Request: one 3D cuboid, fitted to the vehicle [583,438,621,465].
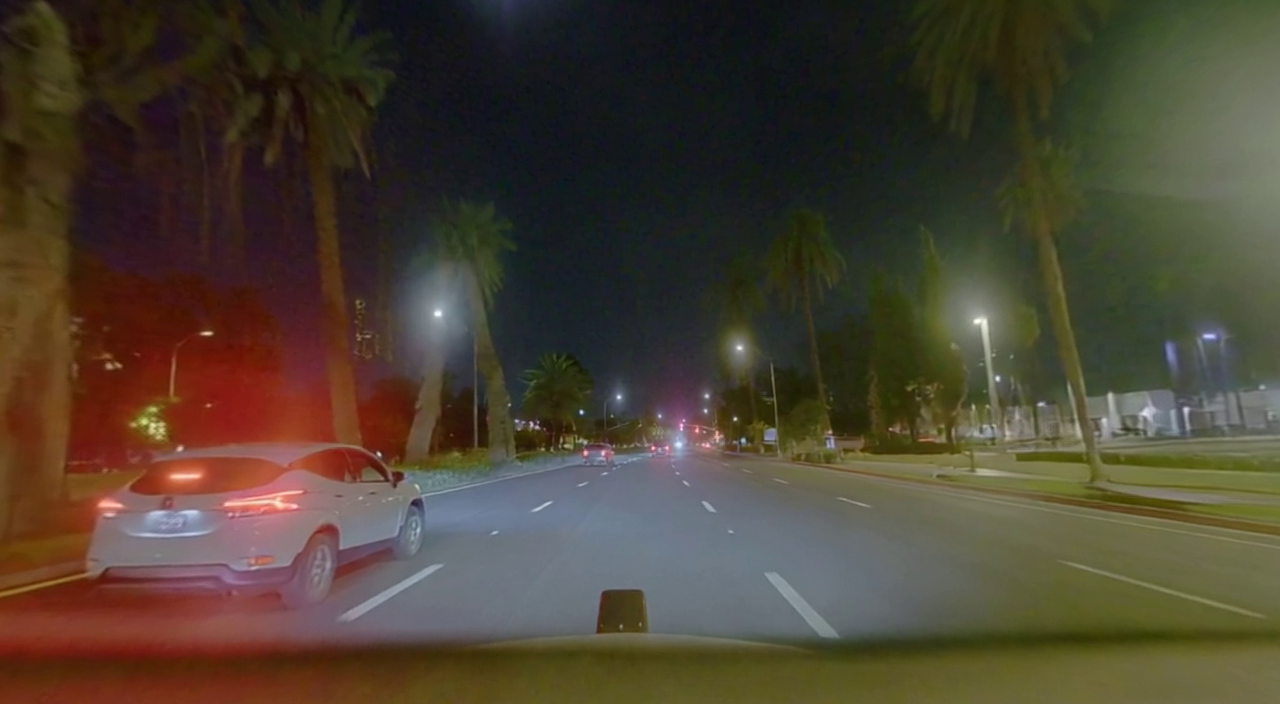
[{"bbox_3d":[-2.767,7.316,46.311,2.188,1.819,4.667,-1,-8,4],"label":"vehicle"}]

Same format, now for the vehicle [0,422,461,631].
[{"bbox_3d":[-3.754,1.604,6.945,2.036,1.478,4.771,0,-8,1],"label":"vehicle"}]
